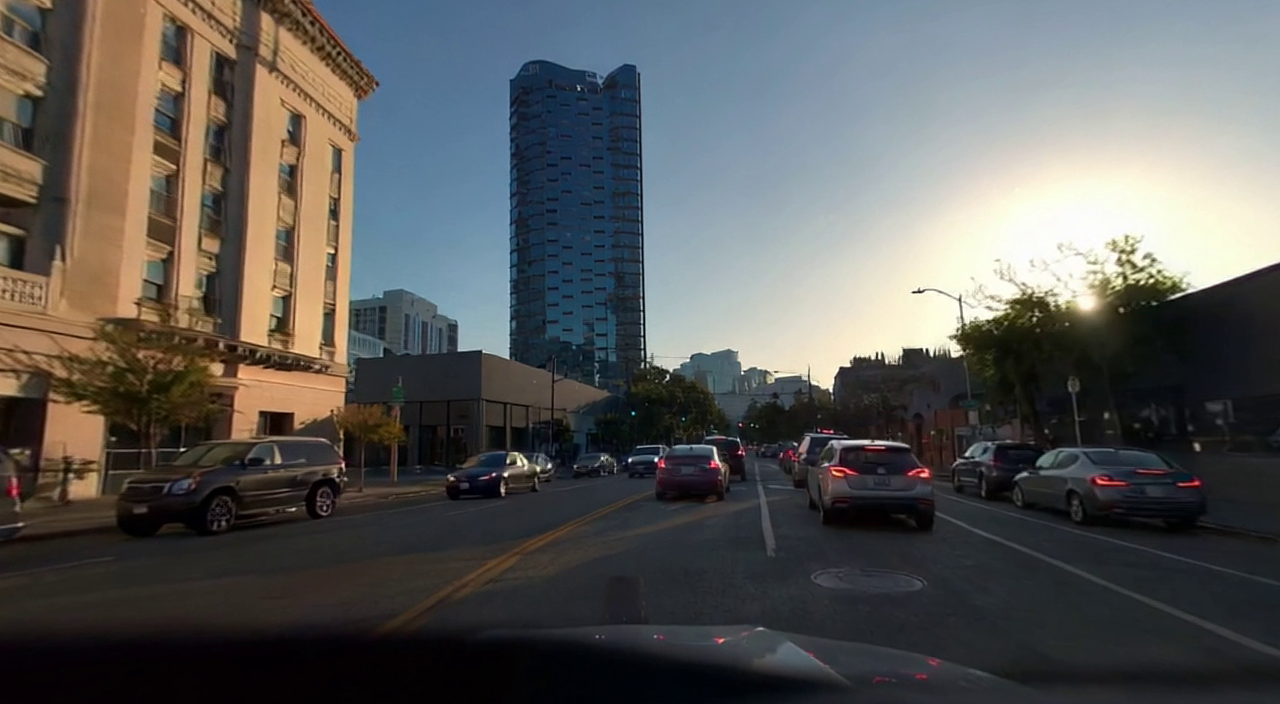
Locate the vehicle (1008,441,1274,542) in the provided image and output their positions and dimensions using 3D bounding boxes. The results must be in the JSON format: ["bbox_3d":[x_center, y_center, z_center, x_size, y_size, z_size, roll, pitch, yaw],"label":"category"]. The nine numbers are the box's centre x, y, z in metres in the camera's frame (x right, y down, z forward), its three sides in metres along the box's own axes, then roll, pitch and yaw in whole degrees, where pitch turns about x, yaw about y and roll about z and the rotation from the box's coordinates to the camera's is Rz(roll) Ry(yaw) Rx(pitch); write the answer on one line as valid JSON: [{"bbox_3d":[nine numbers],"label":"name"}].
[{"bbox_3d":[9.067,2.486,12.097,1.901,1.500,4.729,-2,-8,10],"label":"vehicle"}]

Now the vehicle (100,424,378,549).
[{"bbox_3d":[-7.459,2.486,12.393,1.934,1.770,4.546,-9,-9,11],"label":"vehicle"}]

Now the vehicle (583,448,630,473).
[{"bbox_3d":[-2.124,7.013,40.940,2.040,1.492,4.318,-2,-9,11],"label":"vehicle"}]

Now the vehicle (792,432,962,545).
[{"bbox_3d":[3.724,2.161,10.733,1.982,1.510,4.144,-2,-9,11],"label":"vehicle"}]

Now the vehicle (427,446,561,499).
[{"bbox_3d":[-4.643,3.869,20.758,1.928,1.503,4.322,-4,-9,27],"label":"vehicle"}]

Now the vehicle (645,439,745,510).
[{"bbox_3d":[1.441,2.840,15.155,2.031,1.461,3.763,-2,-8,10],"label":"vehicle"}]
